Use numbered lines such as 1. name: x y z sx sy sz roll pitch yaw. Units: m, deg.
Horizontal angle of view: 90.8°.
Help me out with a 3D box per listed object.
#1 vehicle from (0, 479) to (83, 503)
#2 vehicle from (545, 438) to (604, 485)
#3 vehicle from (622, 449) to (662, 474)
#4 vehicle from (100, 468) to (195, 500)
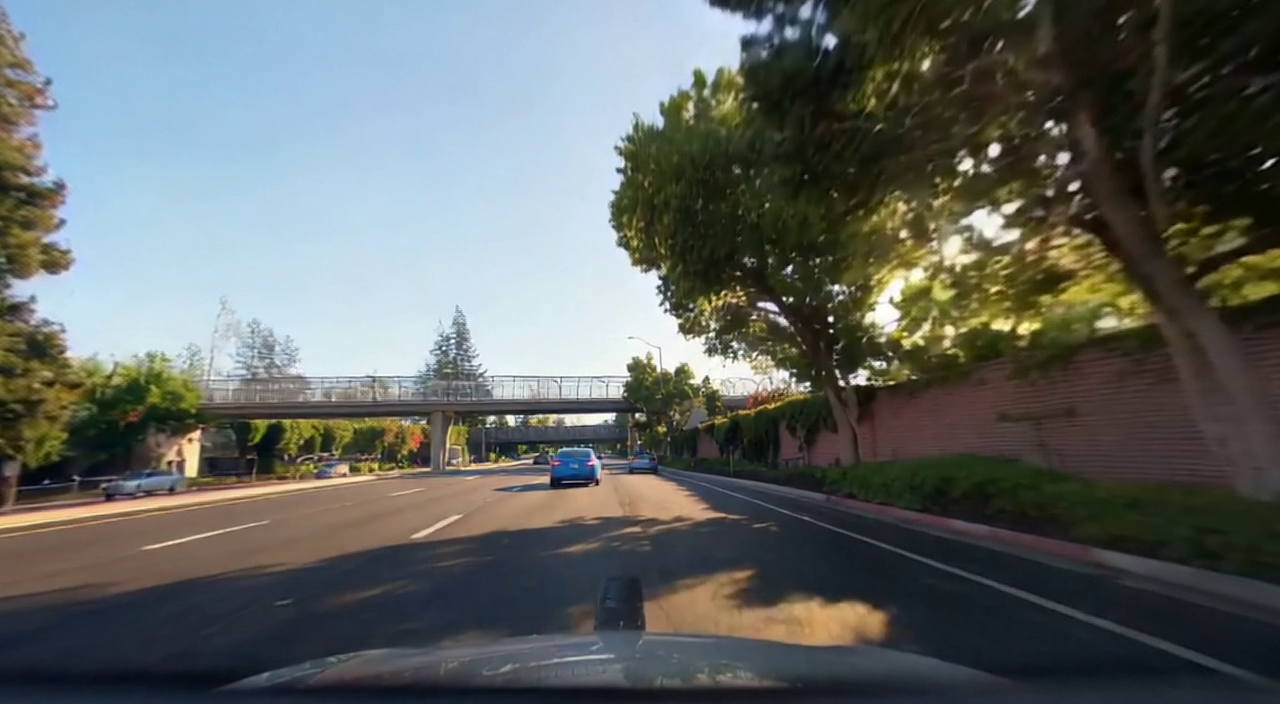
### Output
1. vehicle: -41.751 9.640 44.028 3.993 1.486 1.714 1 -9 -7
2. vehicle: -2.614 4.496 26.239 2.223 1.771 4.581 1 -9 -4
3. vehicle: 0.058 6.914 40.141 2.205 1.509 4.272 1 -9 -4
4. vehicle: -28.000 7.477 36.135 1.965 1.511 4.498 1 -9 -4
